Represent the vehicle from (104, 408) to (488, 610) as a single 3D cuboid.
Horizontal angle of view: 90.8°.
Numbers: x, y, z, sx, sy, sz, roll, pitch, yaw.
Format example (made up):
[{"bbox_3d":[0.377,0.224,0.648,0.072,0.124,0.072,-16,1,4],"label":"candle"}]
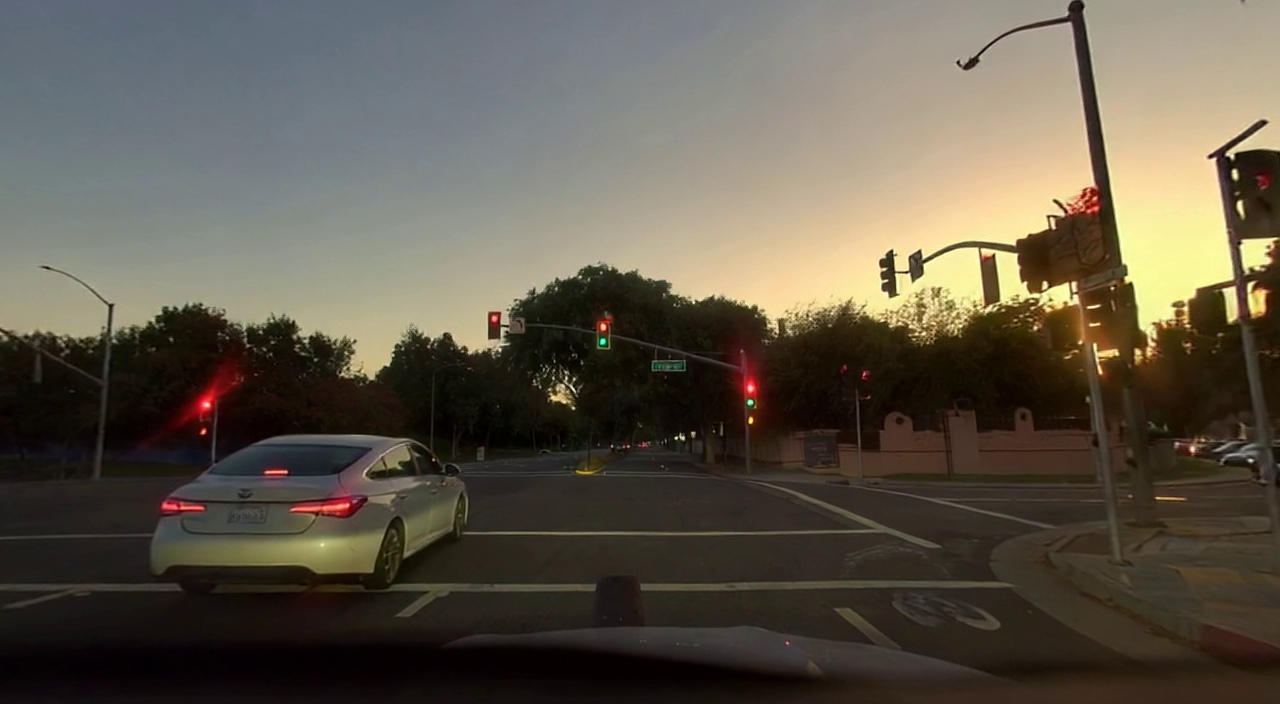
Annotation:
[{"bbox_3d":[-3.305,1.595,7.389,2.076,1.599,4.483,0,-9,-2],"label":"vehicle"}]
